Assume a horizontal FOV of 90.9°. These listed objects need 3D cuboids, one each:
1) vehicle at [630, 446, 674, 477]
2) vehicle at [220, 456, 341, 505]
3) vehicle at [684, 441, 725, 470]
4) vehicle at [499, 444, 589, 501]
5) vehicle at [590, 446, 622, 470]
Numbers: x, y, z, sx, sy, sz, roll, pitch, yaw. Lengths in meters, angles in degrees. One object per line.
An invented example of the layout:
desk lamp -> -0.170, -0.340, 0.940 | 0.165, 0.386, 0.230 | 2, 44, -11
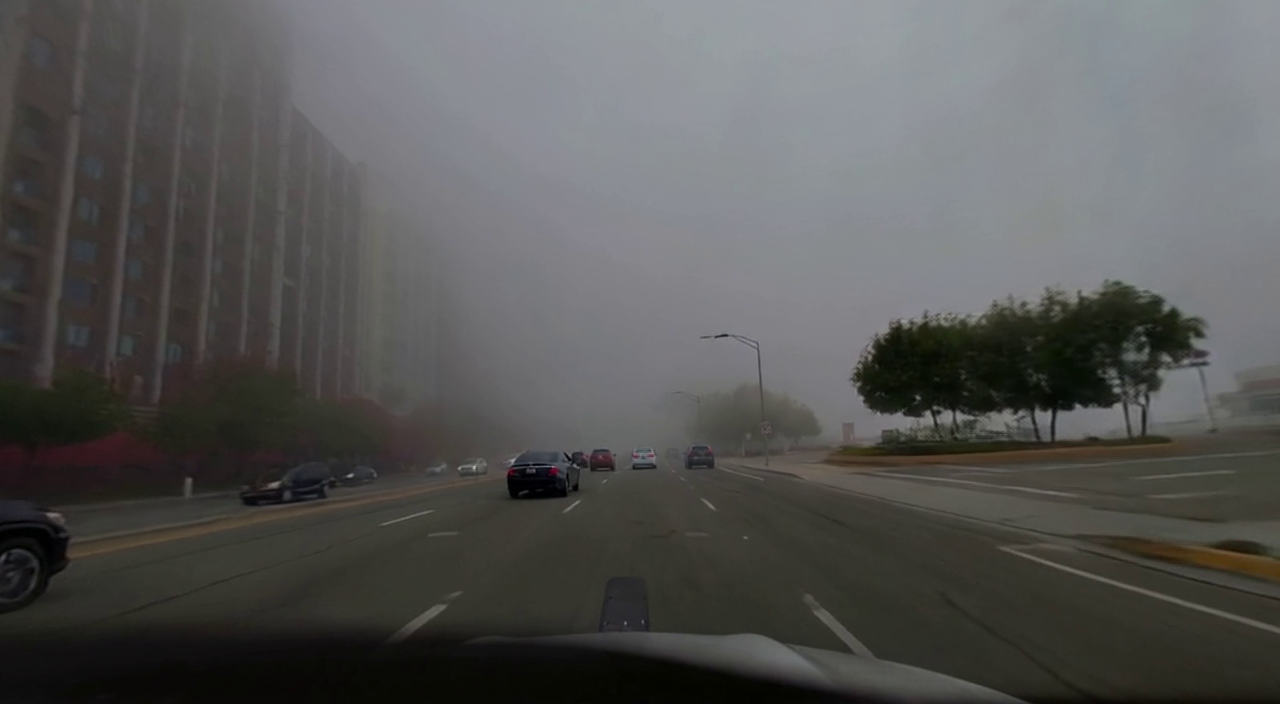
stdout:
vehicle -> 0.610, 5.620, 32.641 | 2.147, 1.507, 3.953 | 0, -9, 0
vehicle -> -13.978, 4.984, 24.905 | 2.026, 1.641, 4.619 | -1, -9, 1
vehicle -> 4.087, 6.687, 40.854 | 2.108, 1.785, 4.334 | 0, -9, -1
vehicle -> -2.748, 3.558, 19.112 | 1.908, 1.505, 4.369 | -1, -9, 2
vehicle -> -2.600, 8.197, 48.969 | 2.168, 1.719, 4.283 | 0, -9, 0
